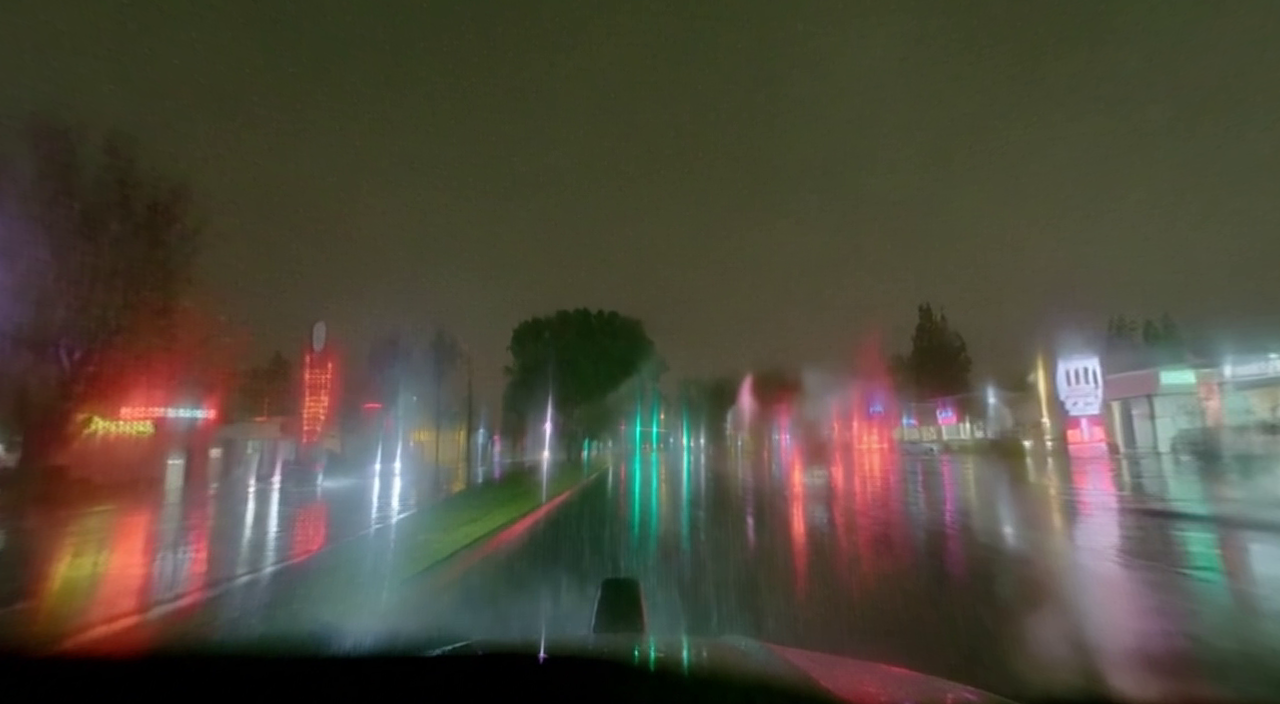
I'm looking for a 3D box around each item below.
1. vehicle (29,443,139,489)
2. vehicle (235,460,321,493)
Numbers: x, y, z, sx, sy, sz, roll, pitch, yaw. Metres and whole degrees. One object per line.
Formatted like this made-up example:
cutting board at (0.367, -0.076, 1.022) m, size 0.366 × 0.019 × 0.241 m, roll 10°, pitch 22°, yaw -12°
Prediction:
vehicle at (-29.715, 6.008, 33.731) m, size 5.867 × 2.279 × 2.342 m, roll -5°, pitch -10°, yaw 28°
vehicle at (-19.342, 6.650, 34.016) m, size 2.012 × 1.471 × 4.613 m, roll -2°, pitch -8°, yaw -2°
